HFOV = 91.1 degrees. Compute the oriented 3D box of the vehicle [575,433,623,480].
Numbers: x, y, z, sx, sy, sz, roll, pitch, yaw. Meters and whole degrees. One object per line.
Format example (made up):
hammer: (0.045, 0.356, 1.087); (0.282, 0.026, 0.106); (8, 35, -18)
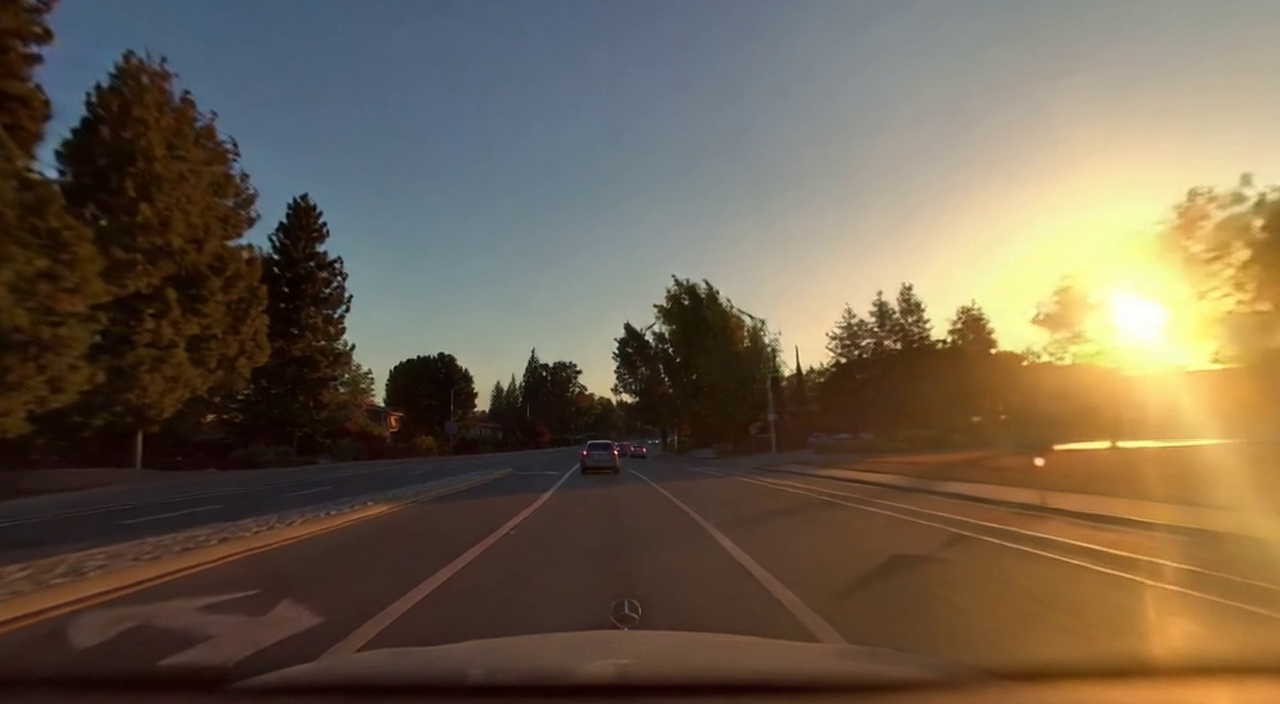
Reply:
vehicle: (-1.950, 4.857, 29.362); (2.072, 2.002, 4.391); (1, -9, -4)
